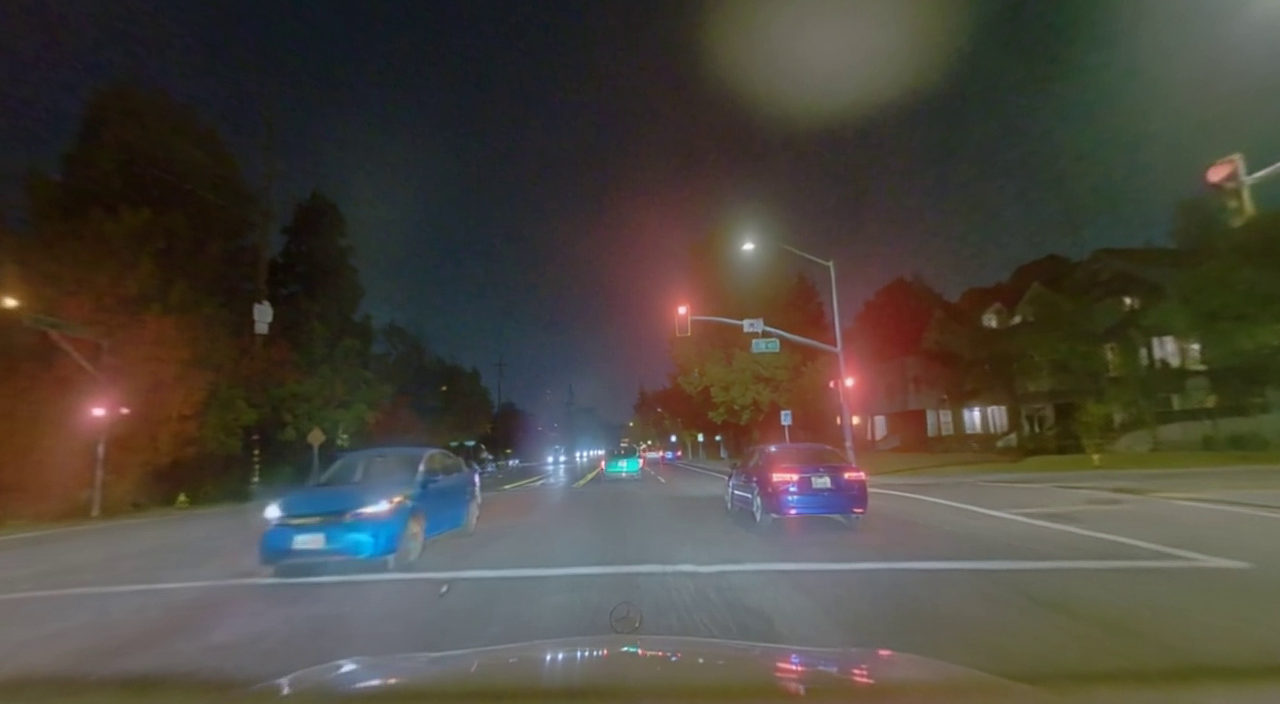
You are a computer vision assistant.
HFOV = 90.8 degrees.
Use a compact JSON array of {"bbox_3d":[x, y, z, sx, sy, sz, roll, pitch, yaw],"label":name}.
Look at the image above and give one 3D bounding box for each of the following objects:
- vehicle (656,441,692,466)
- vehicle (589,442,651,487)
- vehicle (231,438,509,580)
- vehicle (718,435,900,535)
[{"bbox_3d":[2.534,7.707,48.178,2.187,1.847,4.553,0,-8,-3],"label":"vehicle"},{"bbox_3d":[-0.745,4.133,23.586,2.114,1.483,4.207,0,-8,-2],"label":"vehicle"},{"bbox_3d":[-3.332,1.996,9.058,2.096,1.472,4.618,0,-8,-2],"label":"vehicle"},{"bbox_3d":[2.769,2.278,11.558,1.973,1.447,4.402,0,-8,-2],"label":"vehicle"}]
